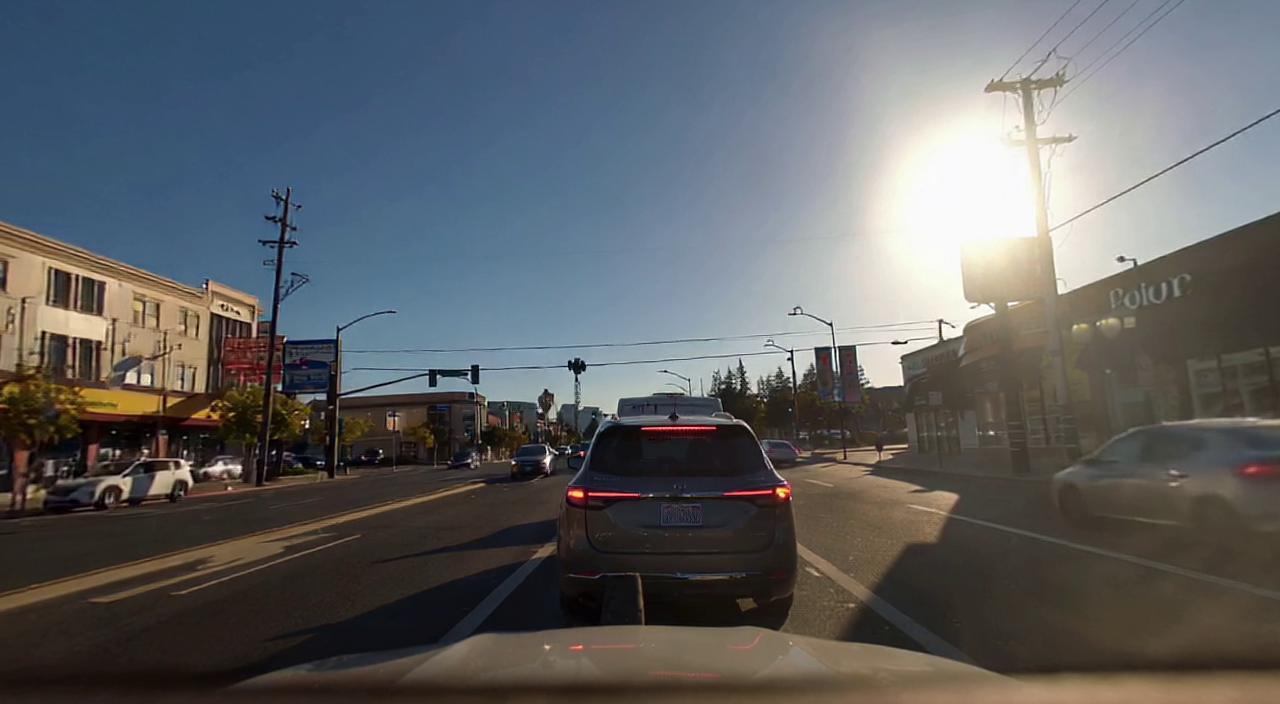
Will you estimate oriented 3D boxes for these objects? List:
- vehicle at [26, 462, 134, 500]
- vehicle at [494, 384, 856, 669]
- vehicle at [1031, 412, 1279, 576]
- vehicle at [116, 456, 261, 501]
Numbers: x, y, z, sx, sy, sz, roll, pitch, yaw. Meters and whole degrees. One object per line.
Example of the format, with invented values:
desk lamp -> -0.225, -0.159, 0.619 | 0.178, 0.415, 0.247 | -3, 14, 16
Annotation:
vehicle -> -28.649, 6.619, 32.443 | 2.018, 1.716, 4.042 | -1, -10, -5
vehicle -> 0.205, 1.312, 5.737 | 2.125, 1.669, 3.880 | 0, -8, 0
vehicle -> 6.899, 1.548, 7.435 | 1.900, 1.507, 4.151 | 0, -8, 0
vehicle -> -19.373, 5.386, 27.244 | 1.981, 1.659, 4.608 | -7, -10, 37
